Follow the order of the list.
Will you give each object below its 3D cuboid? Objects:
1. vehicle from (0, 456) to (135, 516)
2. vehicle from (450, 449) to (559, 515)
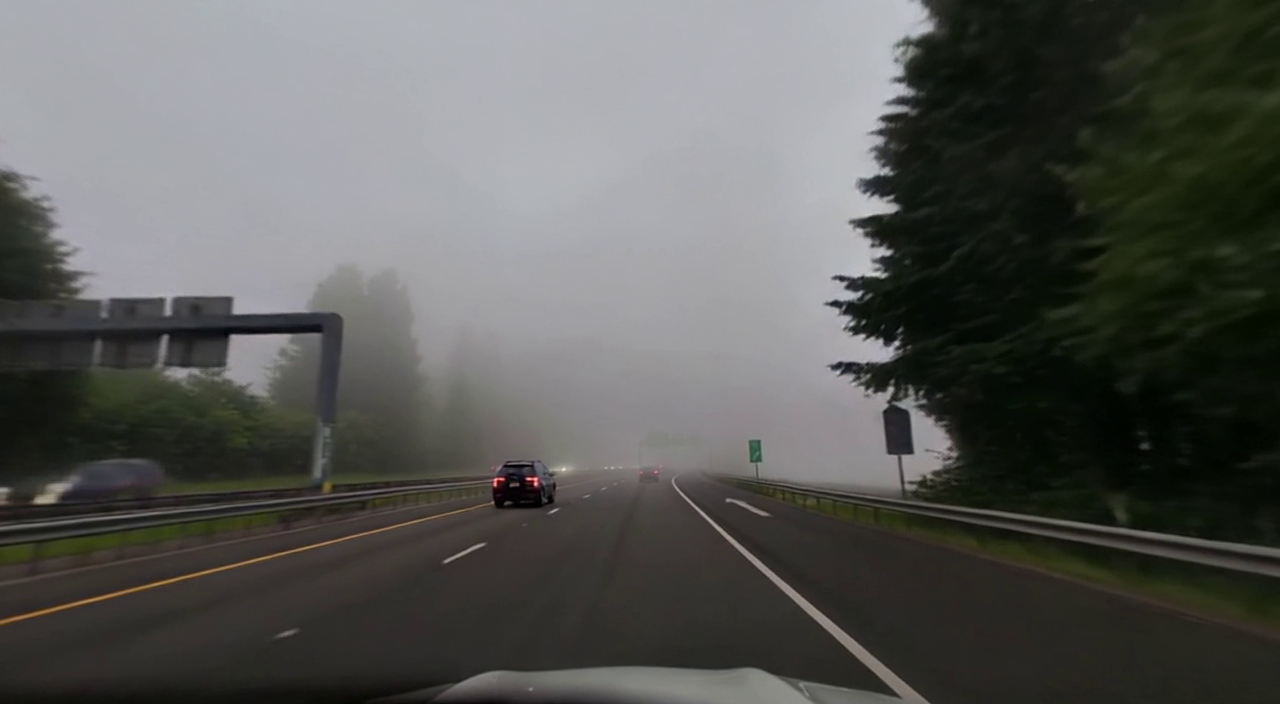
[{"bbox_3d":[-18.794,4.182,19.996,1.959,1.669,4.090,1,-10,1],"label":"vehicle"},{"bbox_3d":[-3.674,3.662,17.936,2.000,1.594,3.996,1,-10,3],"label":"vehicle"}]
